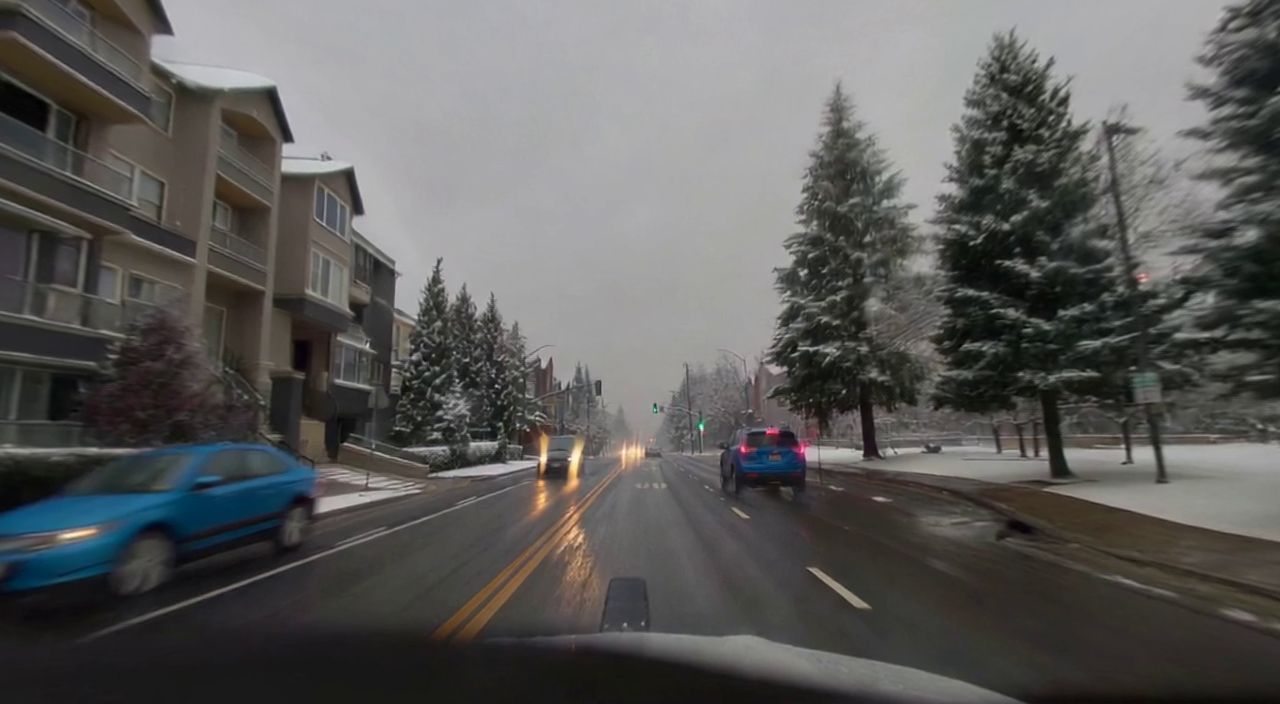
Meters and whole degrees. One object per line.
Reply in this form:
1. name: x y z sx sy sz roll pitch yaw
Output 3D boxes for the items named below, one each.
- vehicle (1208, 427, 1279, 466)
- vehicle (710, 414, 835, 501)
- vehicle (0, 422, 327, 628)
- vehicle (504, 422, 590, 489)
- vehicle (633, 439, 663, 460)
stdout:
1. vehicle: 27.671 4.045 27.256 4.251 1.597 2.132 -8 -10 35
2. vehicle: 3.161 2.666 16.255 2.130 1.863 4.844 0 -8 0
3. vehicle: -6.069 1.868 7.846 2.143 1.819 4.292 0 -8 -1
4. vehicle: -2.932 3.428 21.139 2.110 1.936 5.020 0 -8 0
5. vehicle: 0.561 7.090 45.848 2.097 1.463 4.043 0 -8 0
